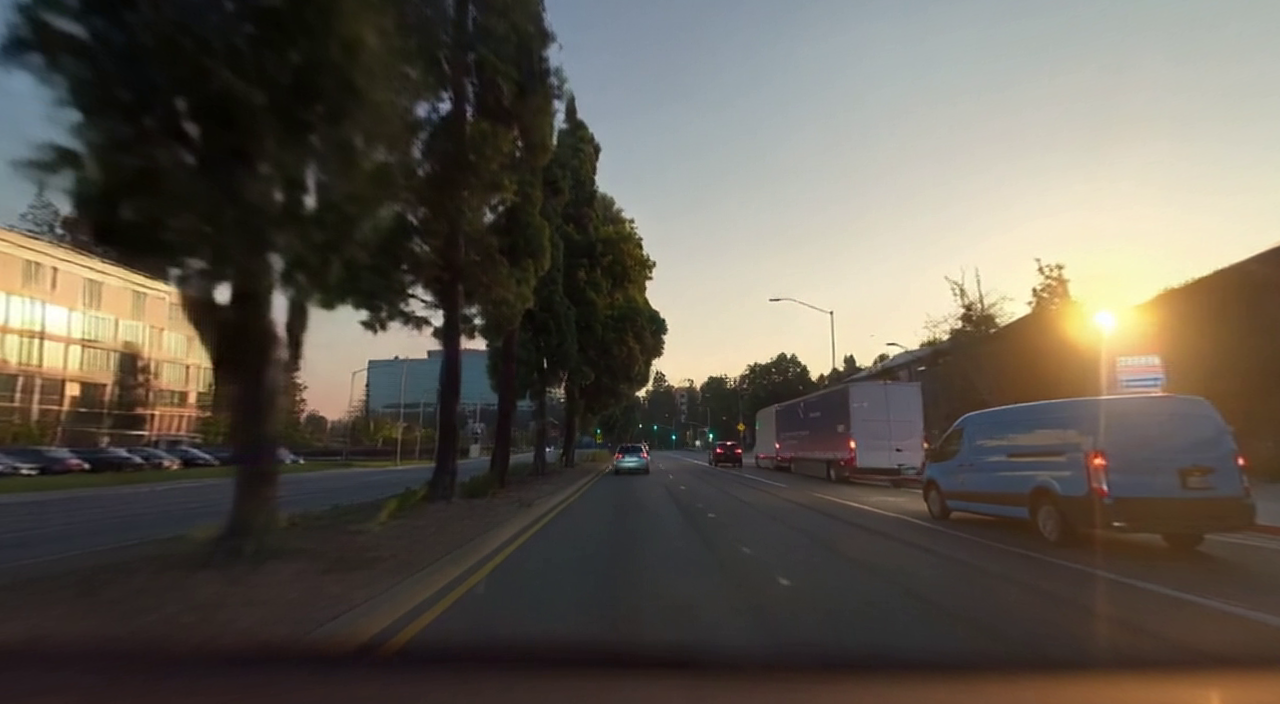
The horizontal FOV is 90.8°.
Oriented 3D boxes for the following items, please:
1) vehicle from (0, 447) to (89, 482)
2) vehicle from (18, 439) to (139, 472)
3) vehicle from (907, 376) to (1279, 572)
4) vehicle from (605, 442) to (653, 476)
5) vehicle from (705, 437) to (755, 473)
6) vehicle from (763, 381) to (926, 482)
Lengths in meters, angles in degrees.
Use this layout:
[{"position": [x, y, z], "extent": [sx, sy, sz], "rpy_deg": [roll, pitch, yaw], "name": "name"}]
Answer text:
[{"position": [-29.928, 5.438, 30.584], "extent": [4.496, 1.599, 2.090], "rpy_deg": [0, -8, 1], "name": "vehicle"}, {"position": [-29.480, 5.437, 33.286], "extent": [4.377, 1.665, 2.129], "rpy_deg": [-1, -8, 3], "name": "vehicle"}, {"position": [6.691, 1.734, 9.752], "extent": [2.573, 2.127, 5.568], "rpy_deg": [0, -8, -1], "name": "vehicle"}, {"position": [-0.529, 4.960, 29.500], "extent": [2.095, 1.456, 3.873], "rpy_deg": [0, -8, -1], "name": "vehicle"}, {"position": [4.525, 5.255, 32.341], "extent": [2.047, 1.711, 4.265], "rpy_deg": [0, -8, 1], "name": "vehicle"}, {"position": [10.001, 4.447, 34.234], "extent": [2.960, 4.109, 16.764], "rpy_deg": [0, -8, -1], "name": "vehicle"}]
